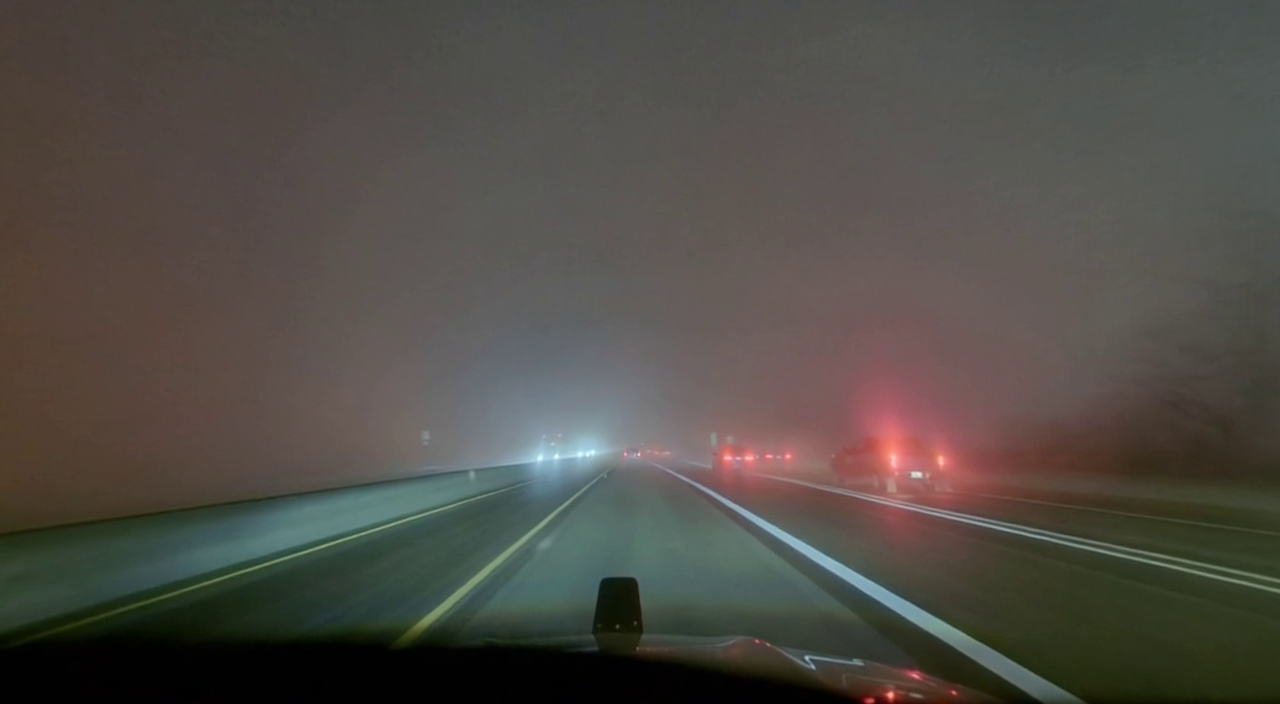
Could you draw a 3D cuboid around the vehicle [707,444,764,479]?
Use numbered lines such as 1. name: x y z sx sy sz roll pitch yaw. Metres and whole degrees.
1. vehicle: 4.267 4.965 28.630 1.917 1.488 3.693 0 -9 -1
